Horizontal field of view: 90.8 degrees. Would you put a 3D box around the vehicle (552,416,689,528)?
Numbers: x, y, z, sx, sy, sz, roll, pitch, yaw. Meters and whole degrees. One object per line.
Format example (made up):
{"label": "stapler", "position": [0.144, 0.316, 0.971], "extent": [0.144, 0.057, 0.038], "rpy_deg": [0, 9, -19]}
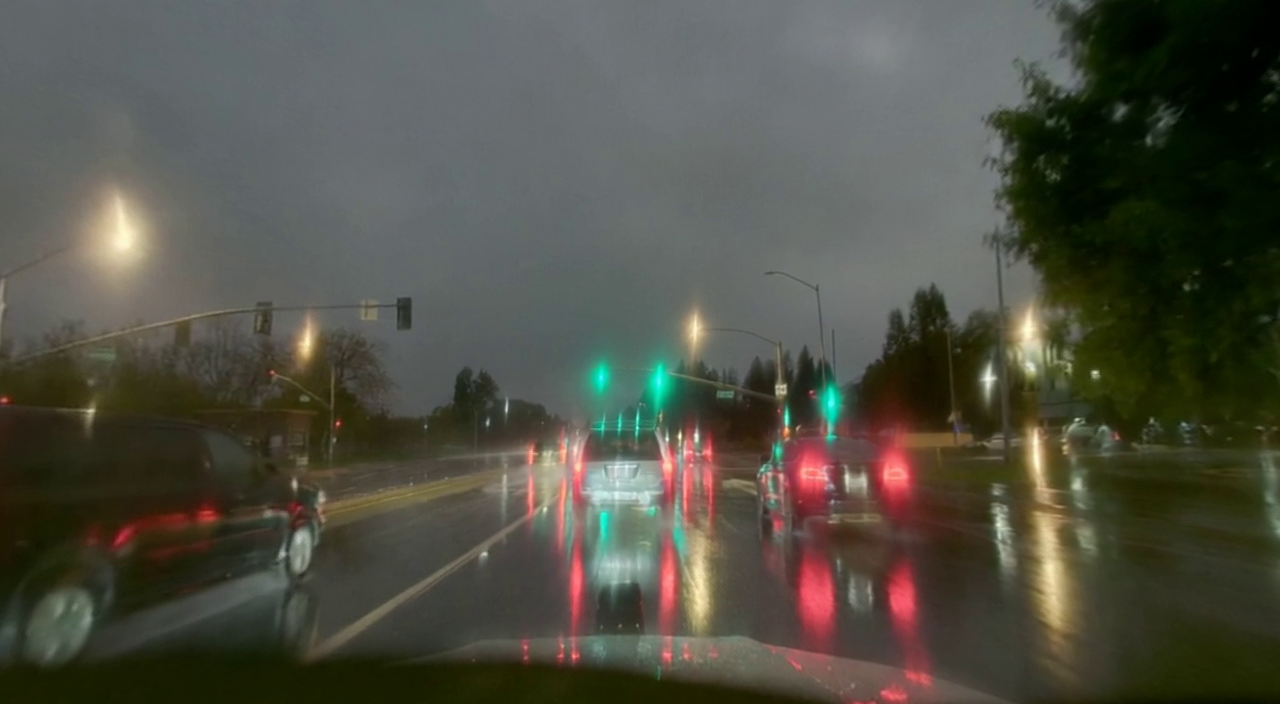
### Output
{"label": "vehicle", "position": [-0.337, 2.198, 12.075], "extent": [2.150, 1.725, 4.096], "rpy_deg": [0, -8, -1]}

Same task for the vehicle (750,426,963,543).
{"label": "vehicle", "position": [3.267, 2.077, 10.548], "extent": [2.068, 1.541, 4.041], "rpy_deg": [0, -8, 0]}

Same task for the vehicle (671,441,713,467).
{"label": "vehicle", "position": [3.100, 6.223, 38.752], "extent": [2.171, 1.469, 4.420], "rpy_deg": [0, -8, 0]}

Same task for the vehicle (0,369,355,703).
{"label": "vehicle", "position": [-3.807, 1.104, 4.284], "extent": [1.823, 1.602, 4.061], "rpy_deg": [0, -8, 0]}
